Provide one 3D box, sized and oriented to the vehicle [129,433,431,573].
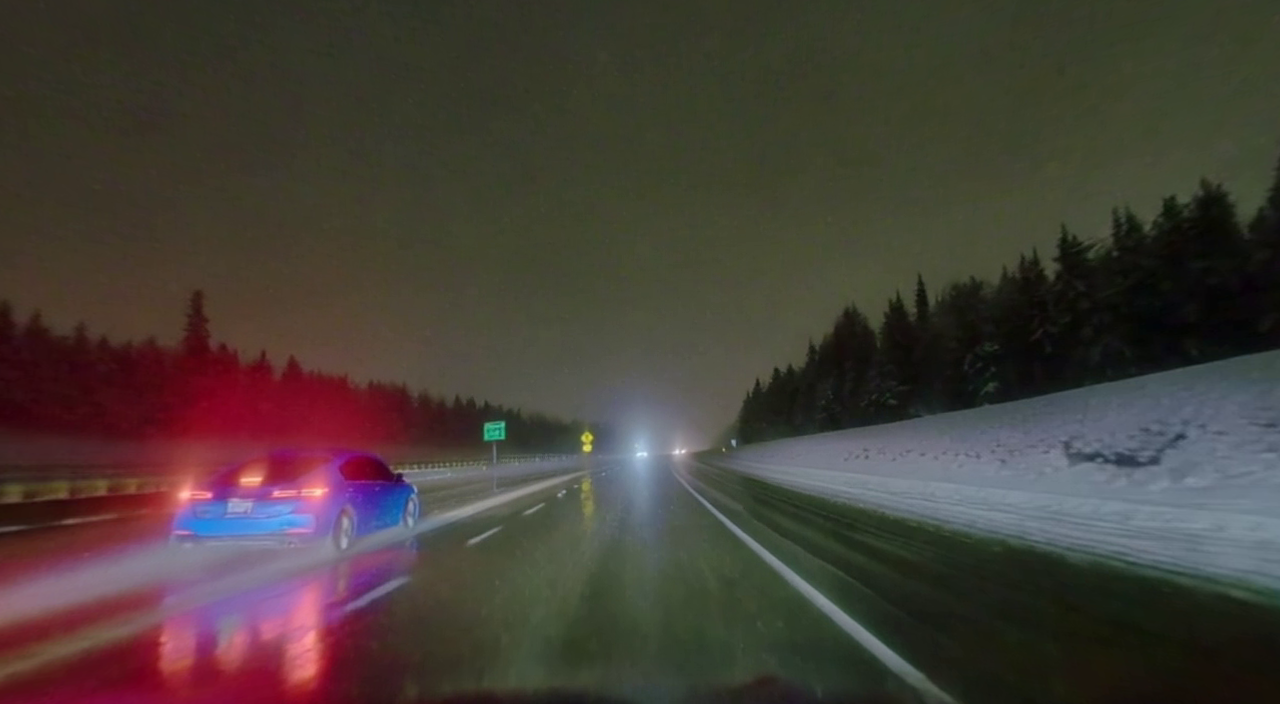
[{"bbox_3d":[-4.548,1.932,8.784,1.928,1.504,3.745,0,-9,1],"label":"vehicle"}]
